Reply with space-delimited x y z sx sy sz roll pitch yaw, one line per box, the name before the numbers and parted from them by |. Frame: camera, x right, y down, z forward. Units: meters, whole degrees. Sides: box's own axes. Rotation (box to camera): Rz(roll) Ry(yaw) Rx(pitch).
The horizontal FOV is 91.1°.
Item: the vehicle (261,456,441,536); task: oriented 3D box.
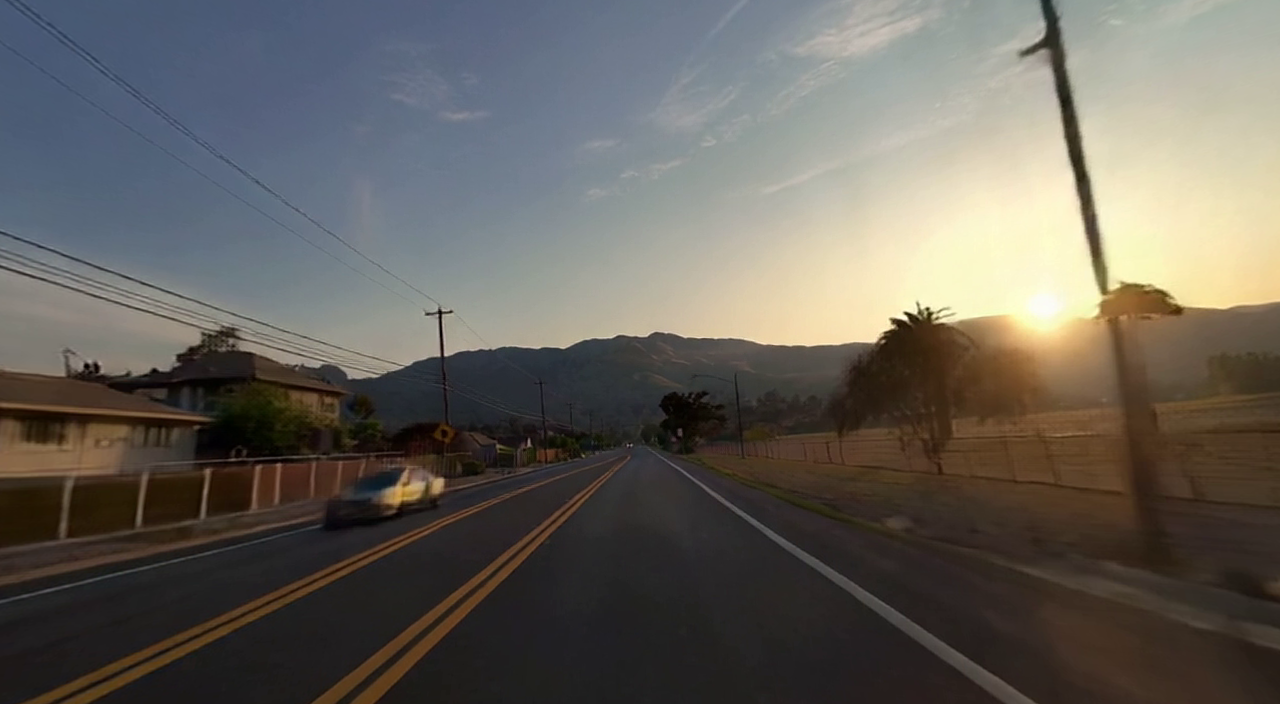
vehicle | -6.508 3.252 14.865 1.973 1.487 4.612 0 -8 1
